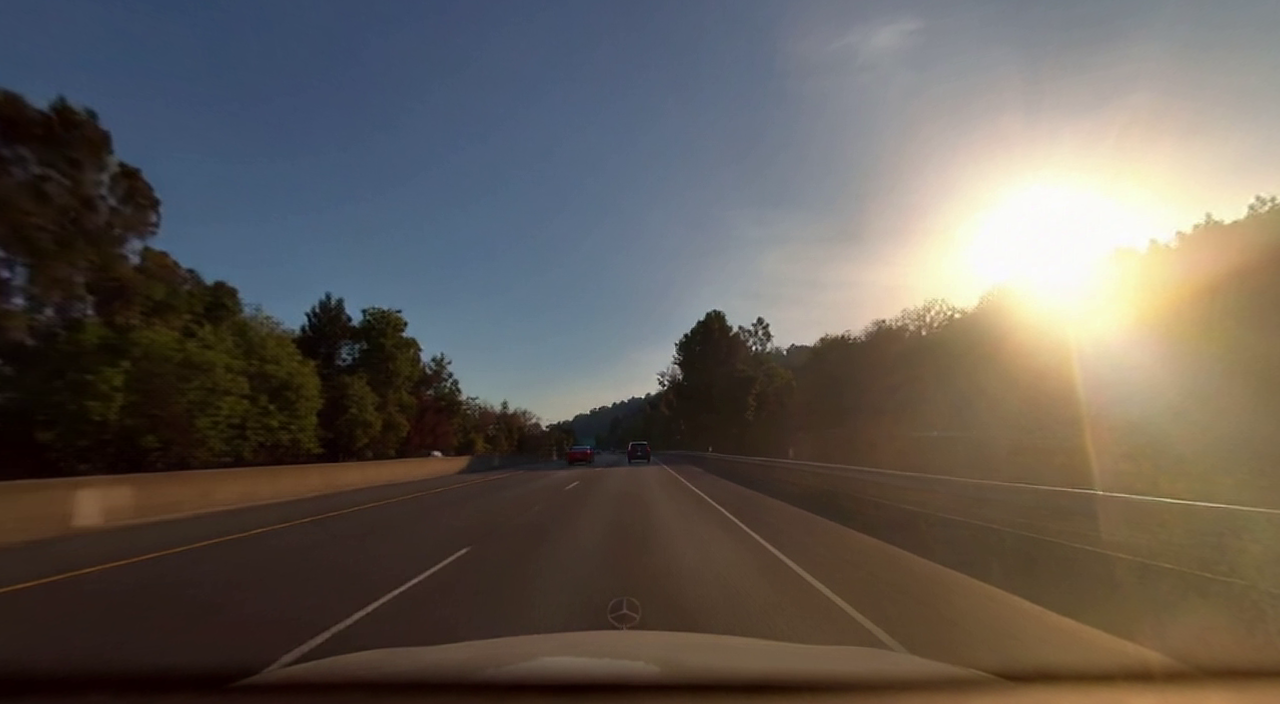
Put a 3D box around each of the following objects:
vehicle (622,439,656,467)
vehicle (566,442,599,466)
[{"bbox_3d":[-0.086,6.746,42.174,2.126,1.786,3.958,0,-9,-1],"label":"vehicle"},{"bbox_3d":[-4.225,7.560,46.834,2.113,1.656,4.215,0,-9,0],"label":"vehicle"}]
